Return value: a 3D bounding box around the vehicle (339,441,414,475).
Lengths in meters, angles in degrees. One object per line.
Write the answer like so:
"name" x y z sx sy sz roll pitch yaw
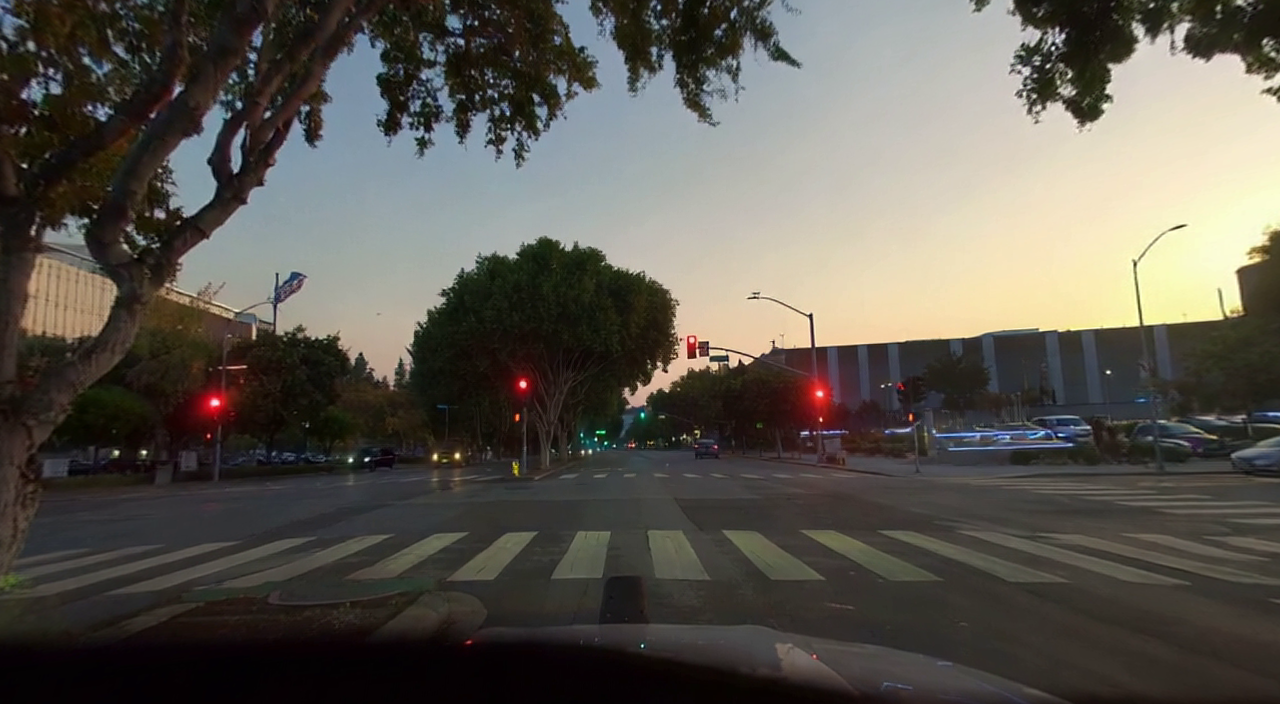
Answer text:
"vehicle" -14.828 5.973 35.748 2.169 1.753 4.640 0 -8 1
